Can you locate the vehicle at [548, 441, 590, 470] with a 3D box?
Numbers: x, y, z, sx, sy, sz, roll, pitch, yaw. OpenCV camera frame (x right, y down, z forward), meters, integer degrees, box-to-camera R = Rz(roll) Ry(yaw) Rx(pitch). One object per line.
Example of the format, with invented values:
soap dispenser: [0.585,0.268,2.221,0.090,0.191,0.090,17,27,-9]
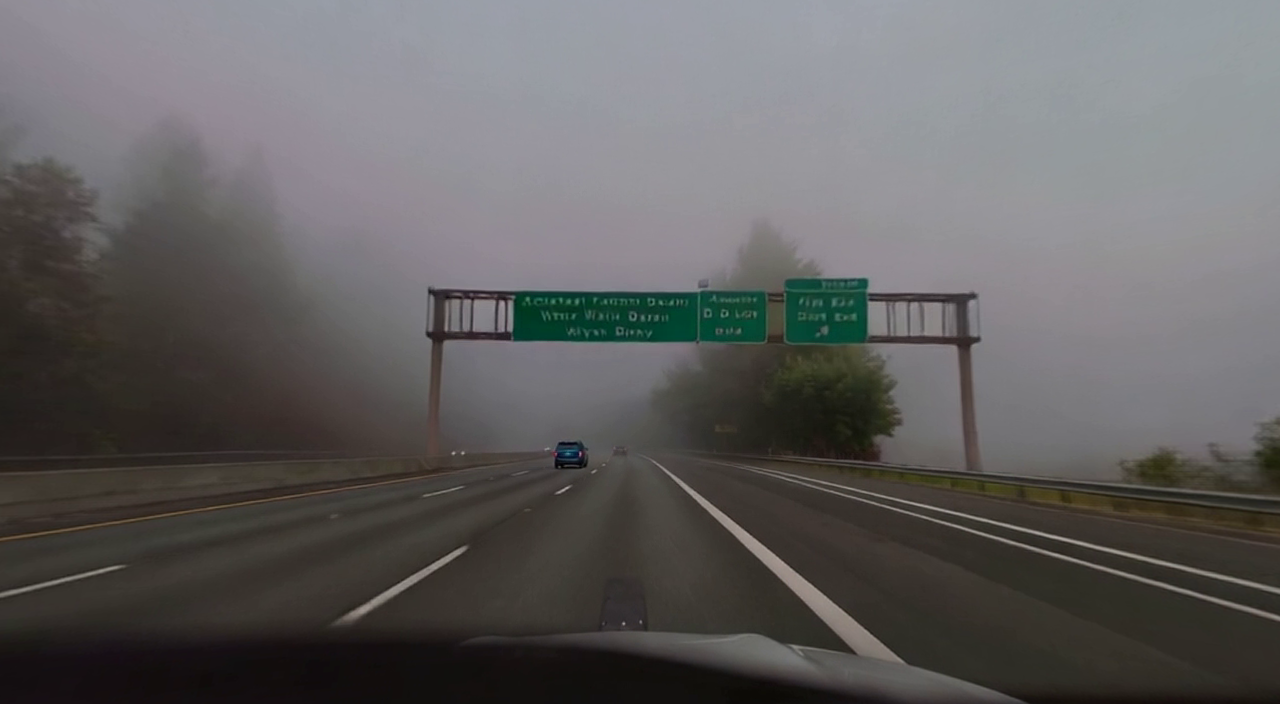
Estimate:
vehicle: [-4.390,6.469,39.742,2.162,1.724,4.537,0,-8,-1]
